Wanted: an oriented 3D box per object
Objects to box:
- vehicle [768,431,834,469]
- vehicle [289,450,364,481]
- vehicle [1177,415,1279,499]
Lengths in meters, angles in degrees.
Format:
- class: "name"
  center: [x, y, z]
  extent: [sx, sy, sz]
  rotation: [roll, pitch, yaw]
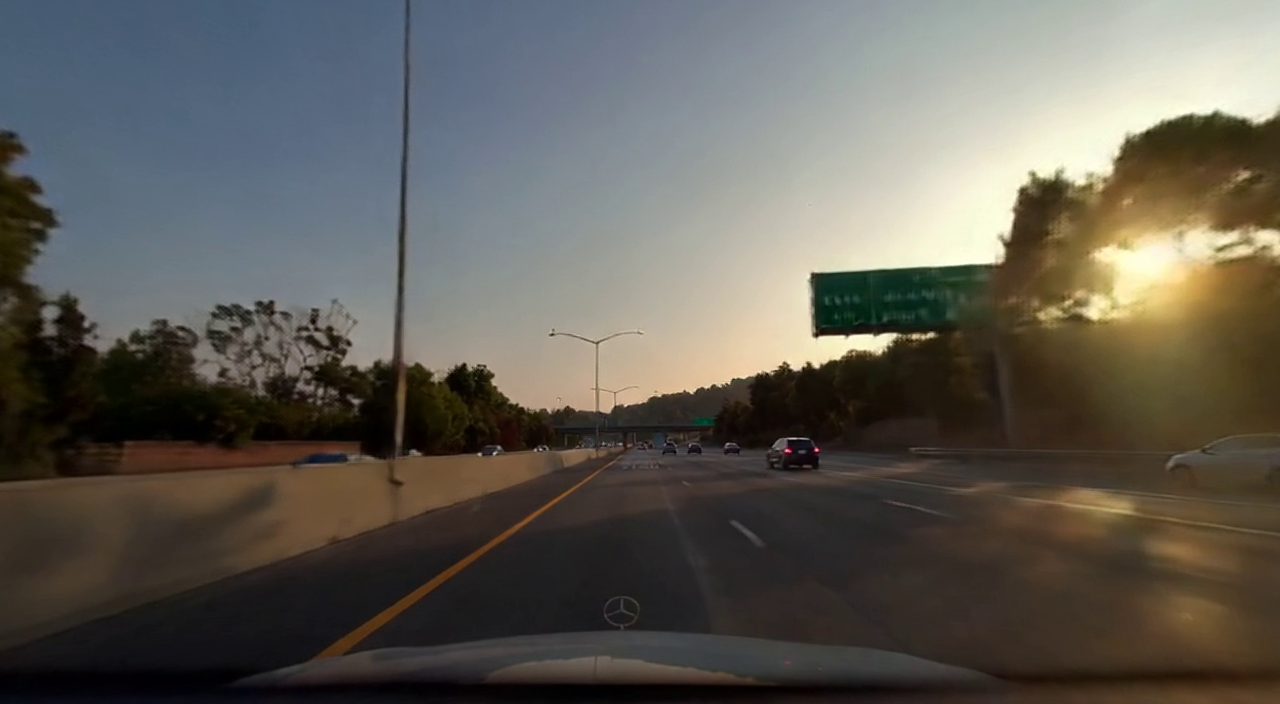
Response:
- class: "vehicle"
  center: [8.333, 5.142, 33.199]
  extent: [2.098, 1.820, 4.505]
  rotation: [0, -9, -2]
- class: "vehicle"
  center: [-17.040, 6.165, 34.583]
  extent: [1.835, 1.496, 4.318]
  rotation: [1, -9, 0]
- class: "vehicle"
  center: [14.143, 2.191, 13.163]
  extent: [1.957, 1.709, 4.387]
  rotation: [0, -9, -1]
